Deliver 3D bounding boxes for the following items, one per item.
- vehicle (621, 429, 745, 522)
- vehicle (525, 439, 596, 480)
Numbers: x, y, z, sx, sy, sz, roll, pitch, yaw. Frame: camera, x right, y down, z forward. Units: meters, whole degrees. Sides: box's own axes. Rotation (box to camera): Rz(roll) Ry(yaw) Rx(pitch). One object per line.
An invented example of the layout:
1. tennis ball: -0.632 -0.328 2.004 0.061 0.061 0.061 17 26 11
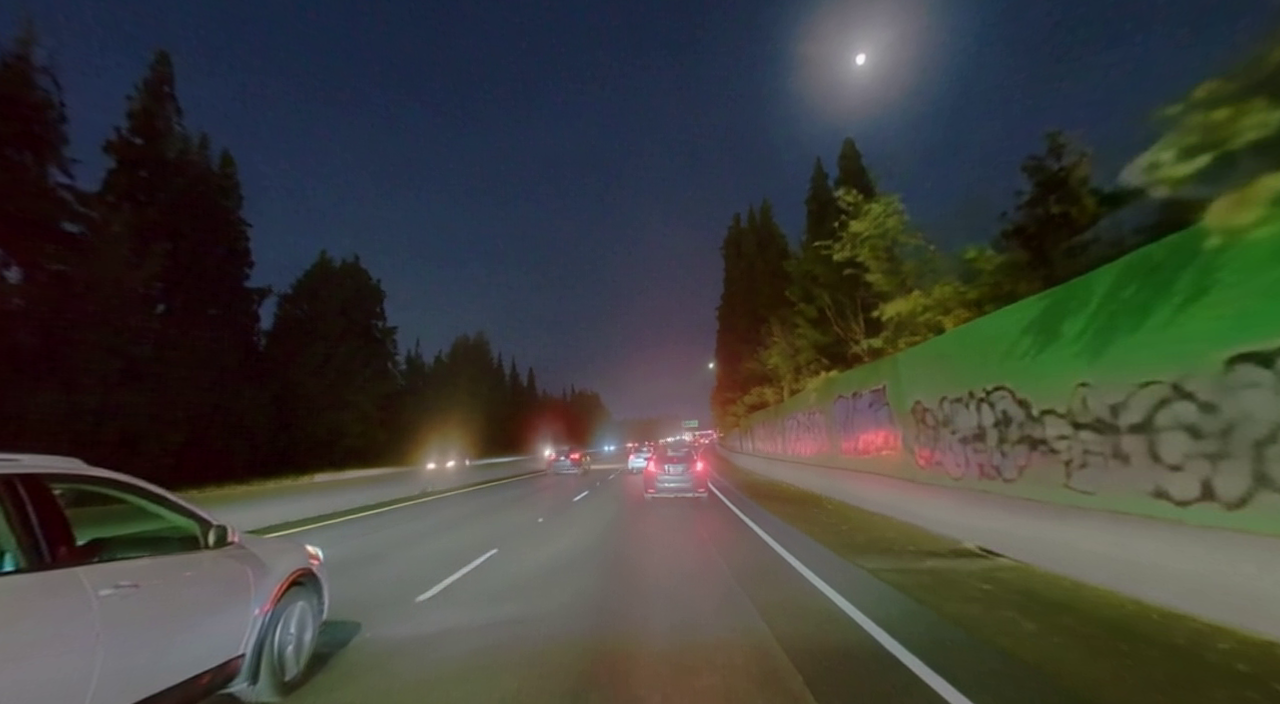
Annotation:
1. vehicle: 0.762 2.346 12.501 2.077 1.533 3.854 0 -8 1
2. vehicle: -3.007 4.194 24.856 2.059 1.471 4.152 0 -8 3
